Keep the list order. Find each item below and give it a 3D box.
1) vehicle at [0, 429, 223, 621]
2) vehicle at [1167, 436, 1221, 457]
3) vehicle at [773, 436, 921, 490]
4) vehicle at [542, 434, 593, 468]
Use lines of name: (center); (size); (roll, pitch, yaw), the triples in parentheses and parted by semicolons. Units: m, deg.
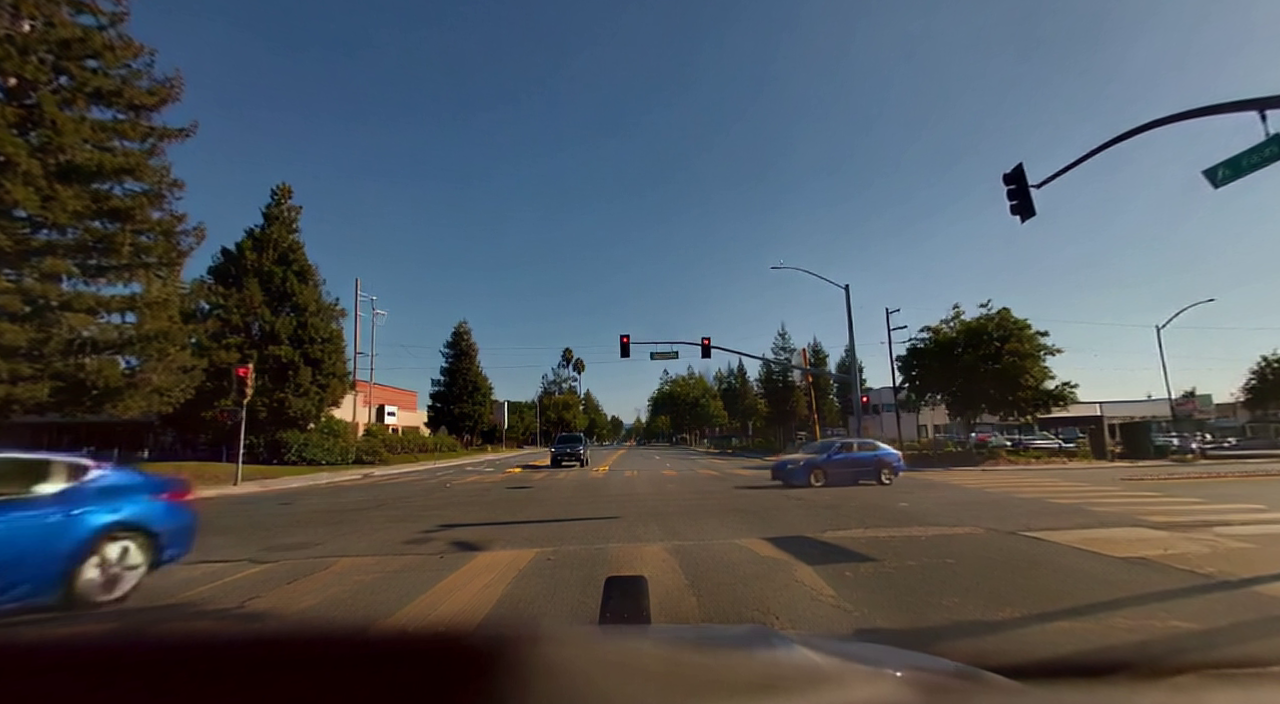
vehicle: (-6.052, 1.339, 4.814); (1.864, 1.482, 4.528); (-3, -9, 17)
vehicle: (42.836, 7.307, 48.706); (4.133, 1.561, 1.824); (5, -10, -31)
vehicle: (6.510, 3.424, 19.793); (4.377, 1.523, 1.877); (5, -10, -29)
vehicle: (-3.673, 5.119, 32.836); (2.140, 1.638, 4.259); (0, -8, 0)
